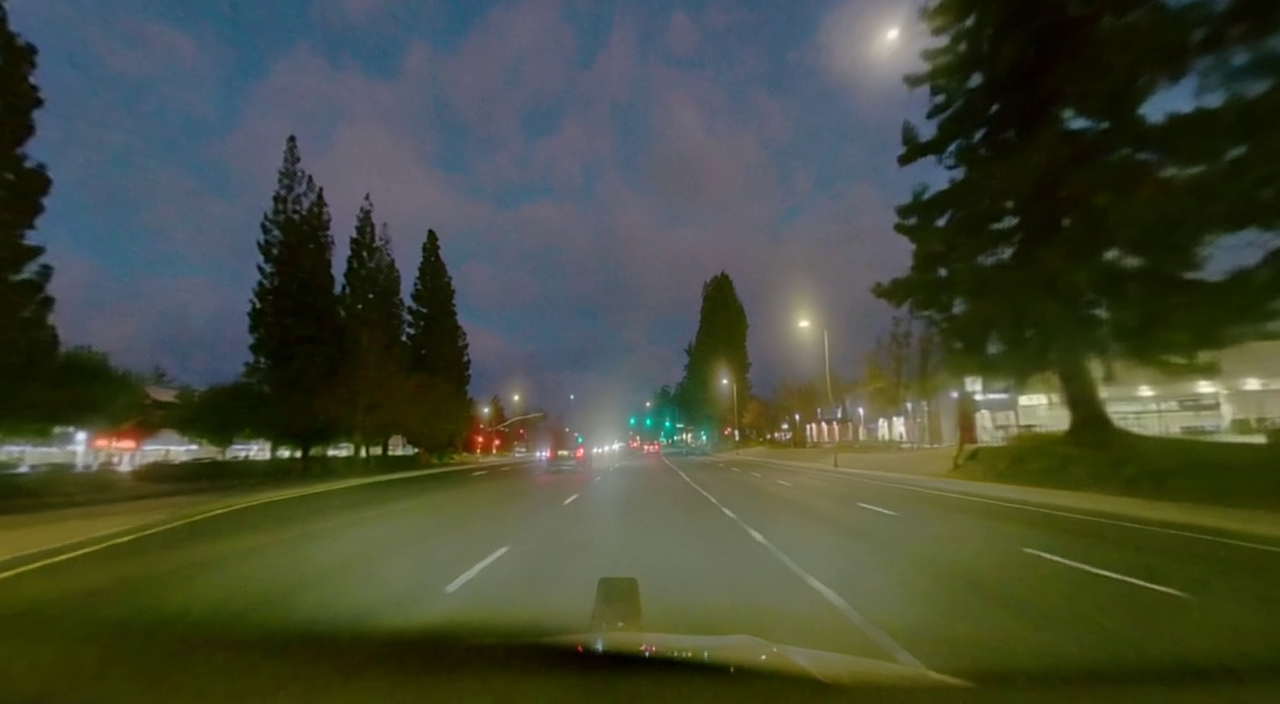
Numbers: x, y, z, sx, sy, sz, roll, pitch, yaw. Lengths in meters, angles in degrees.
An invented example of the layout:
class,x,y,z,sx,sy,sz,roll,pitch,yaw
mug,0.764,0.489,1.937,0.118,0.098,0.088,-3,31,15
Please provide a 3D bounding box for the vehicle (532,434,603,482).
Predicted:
class,x,y,z,sx,sy,sz,roll,pitch,yaw
vehicle,-2.652,4.025,24.190,2.121,1.656,4.559,0,-8,1

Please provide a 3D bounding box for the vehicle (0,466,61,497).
class,x,y,z,sx,sy,sz,roll,pitch,yaw
vehicle,-40.949,8.410,40.869,1.833,1.760,5.122,0,-8,2
